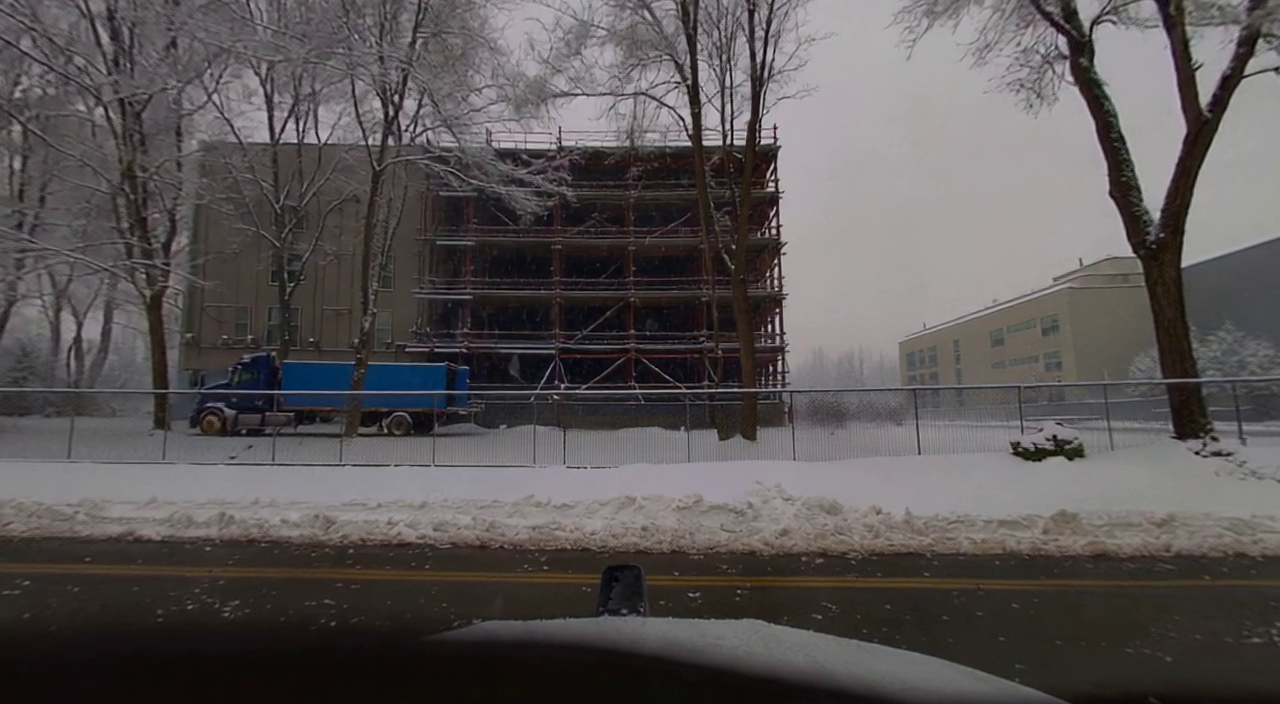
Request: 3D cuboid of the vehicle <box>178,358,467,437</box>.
[{"bbox_3d":[-17.206,2.652,35.230,14.067,4.099,2.832,1,-9,-6],"label":"vehicle"}]
